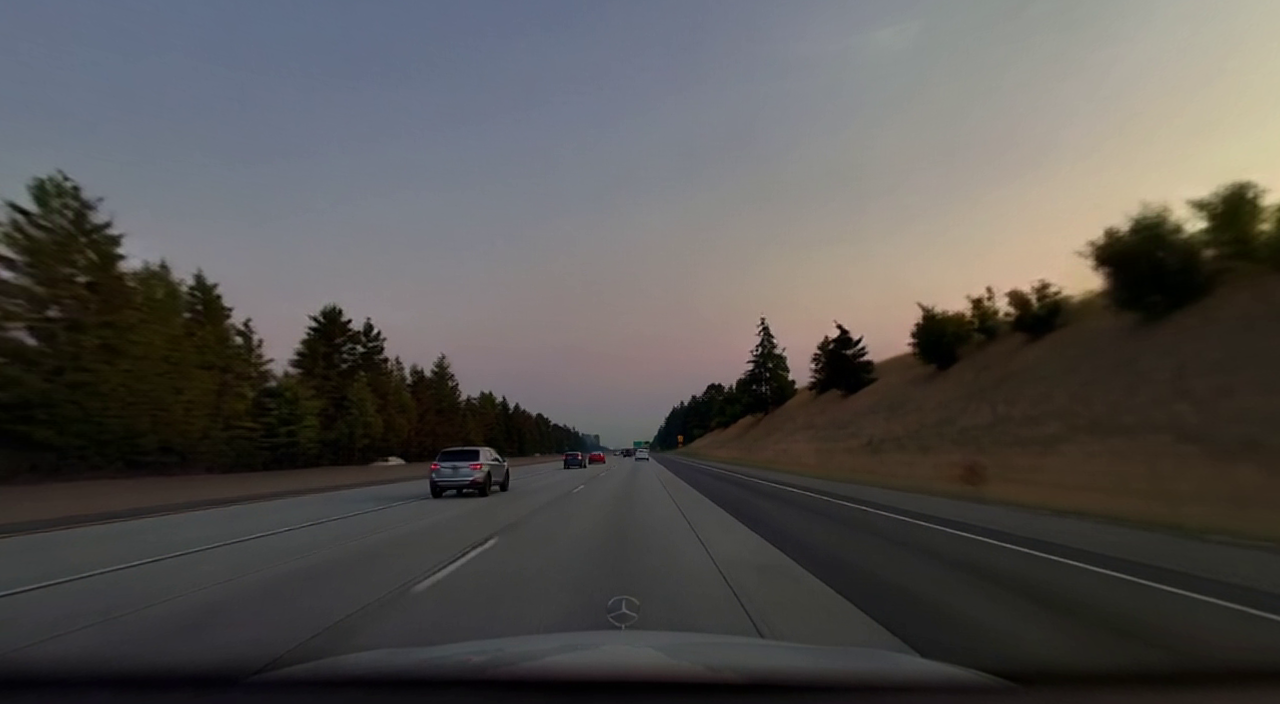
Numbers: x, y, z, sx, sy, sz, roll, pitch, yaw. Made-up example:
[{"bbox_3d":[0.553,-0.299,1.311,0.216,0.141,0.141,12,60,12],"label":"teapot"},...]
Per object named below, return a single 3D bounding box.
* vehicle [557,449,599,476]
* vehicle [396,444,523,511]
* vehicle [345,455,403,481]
[{"bbox_3d":[-3.551,6.413,36.751,2.005,1.474,3.921,0,-9,1],"label":"vehicle"},{"bbox_3d":[-4.526,3.219,16.640,1.975,1.501,4.603,0,-9,0],"label":"vehicle"},{"bbox_3d":[-17.785,7.769,42.395,1.960,1.636,4.304,0,-9,1],"label":"vehicle"}]
